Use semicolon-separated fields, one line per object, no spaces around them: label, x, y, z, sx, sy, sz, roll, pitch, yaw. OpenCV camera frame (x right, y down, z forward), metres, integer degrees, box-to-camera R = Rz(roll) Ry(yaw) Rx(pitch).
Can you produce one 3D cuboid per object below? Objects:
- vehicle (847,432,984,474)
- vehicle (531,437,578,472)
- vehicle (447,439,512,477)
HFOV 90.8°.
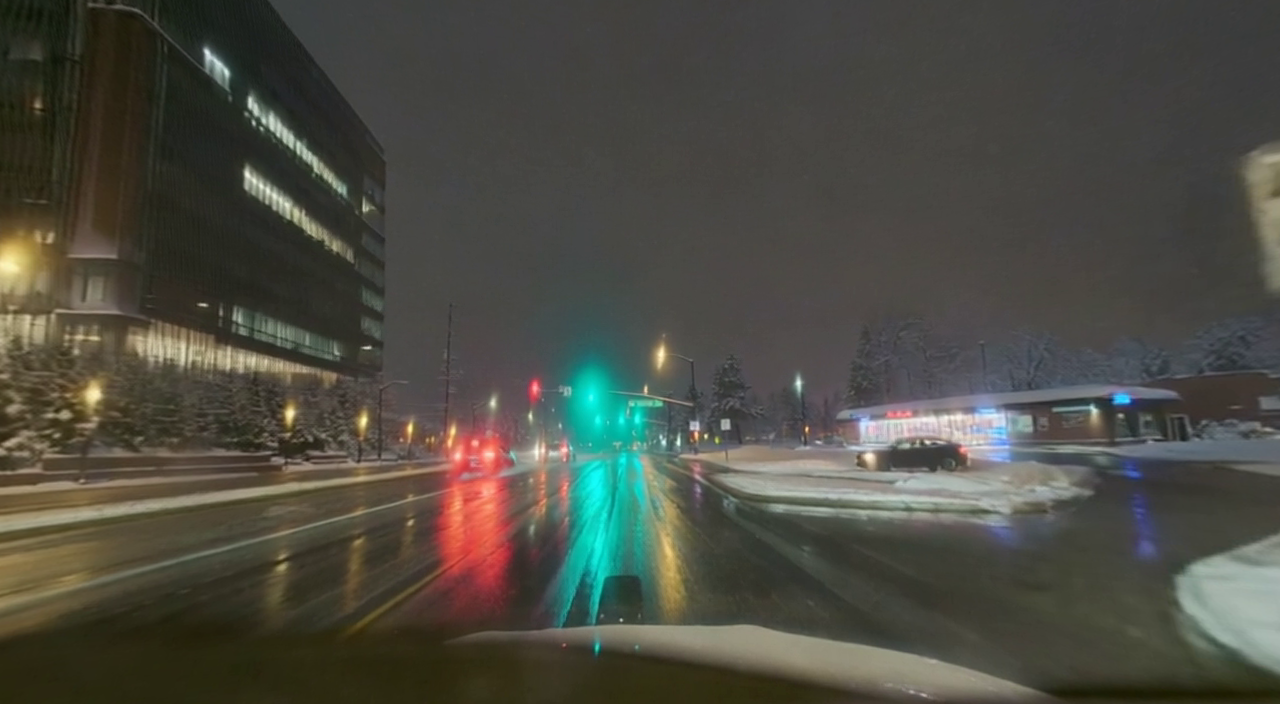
vehicle;10.759;4.006;24.989;4.513;1.541;1.948;-1;-9;5
vehicle;-4.574;5.572;34.470;2.052;1.729;4.195;0;-8;-1
vehicle;-7.467;4.966;29.833;1.909;1.605;4.561;0;-8;-1
